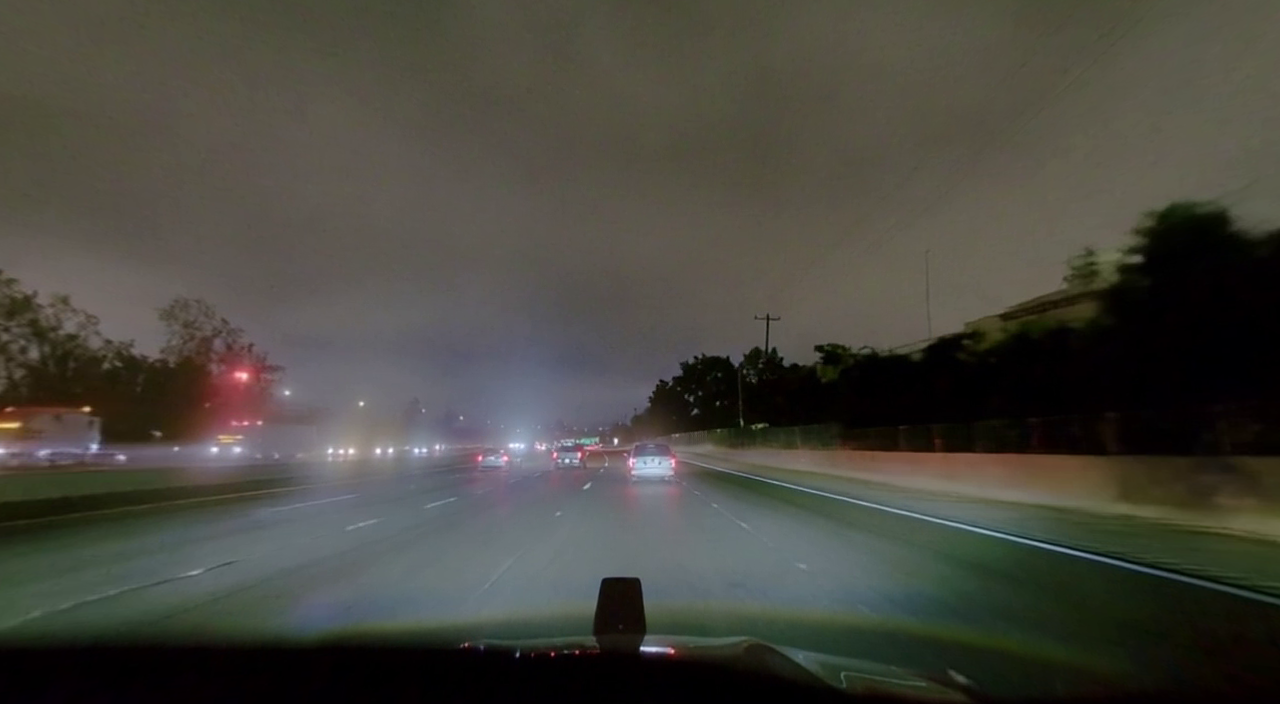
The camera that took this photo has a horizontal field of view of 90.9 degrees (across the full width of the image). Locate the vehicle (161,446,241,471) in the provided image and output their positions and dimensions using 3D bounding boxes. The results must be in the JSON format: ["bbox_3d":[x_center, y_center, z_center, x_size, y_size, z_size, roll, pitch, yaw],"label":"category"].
[{"bbox_3d":[-28.083,6.771,40.535,1.884,1.493,4.905,1,-8,-4],"label":"vehicle"}]

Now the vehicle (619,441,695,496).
[{"bbox_3d":[0.413,3.529,19.525,2.082,1.482,4.126,0,-8,-2],"label":"vehicle"}]

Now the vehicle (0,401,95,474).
[{"bbox_3d":[-35.599,4.989,36.736,2.937,3.891,5.144,1,-8,-3],"label":"vehicle"}]

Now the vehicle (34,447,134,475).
[{"bbox_3d":[-31.510,6.164,35.915,1.776,1.441,4.483,1,-8,-3],"label":"vehicle"}]

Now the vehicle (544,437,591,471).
[{"bbox_3d":[-4.085,5.855,36.376,2.289,1.777,4.534,0,-8,-2],"label":"vehicle"}]

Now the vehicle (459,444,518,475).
[{"bbox_3d":[-7.714,5.501,32.618,1.974,1.464,4.733,0,-8,-1],"label":"vehicle"}]
